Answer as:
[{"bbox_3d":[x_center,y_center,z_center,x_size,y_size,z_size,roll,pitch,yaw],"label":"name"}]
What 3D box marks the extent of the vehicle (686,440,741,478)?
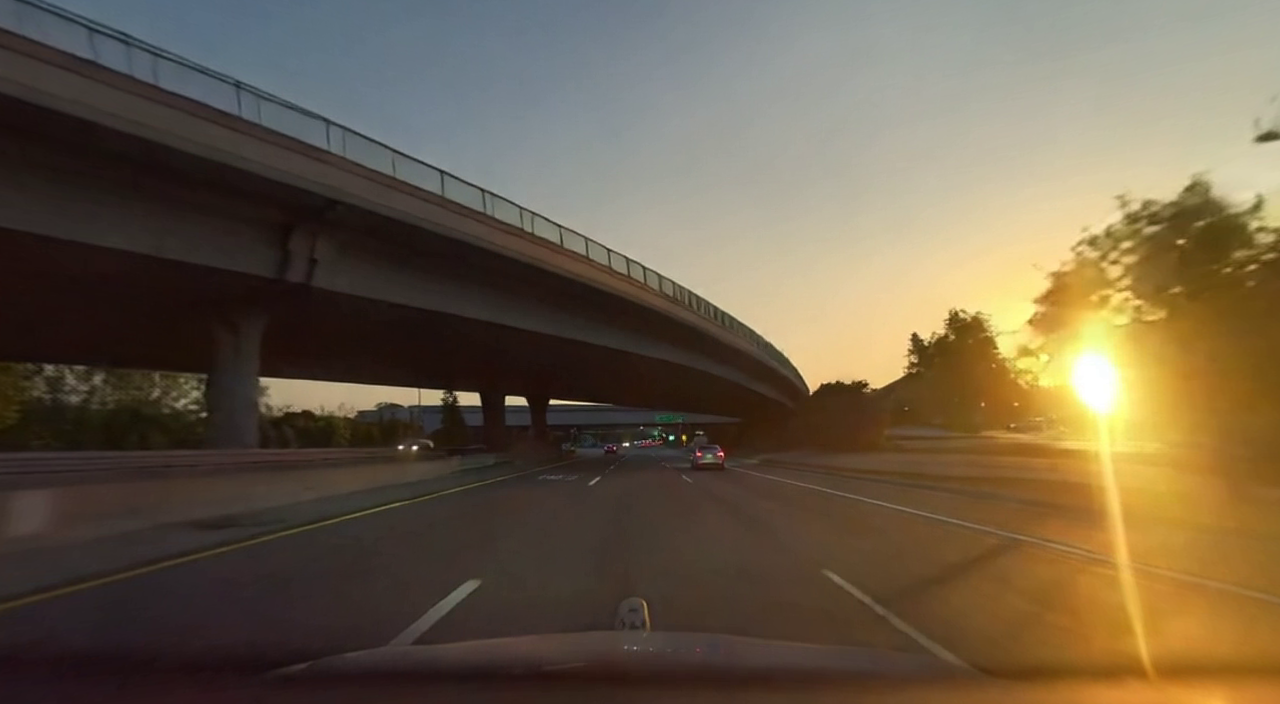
[{"bbox_3d":[3.357,5.004,29.673,2.085,1.594,4.848,0,-9,1],"label":"vehicle"}]
